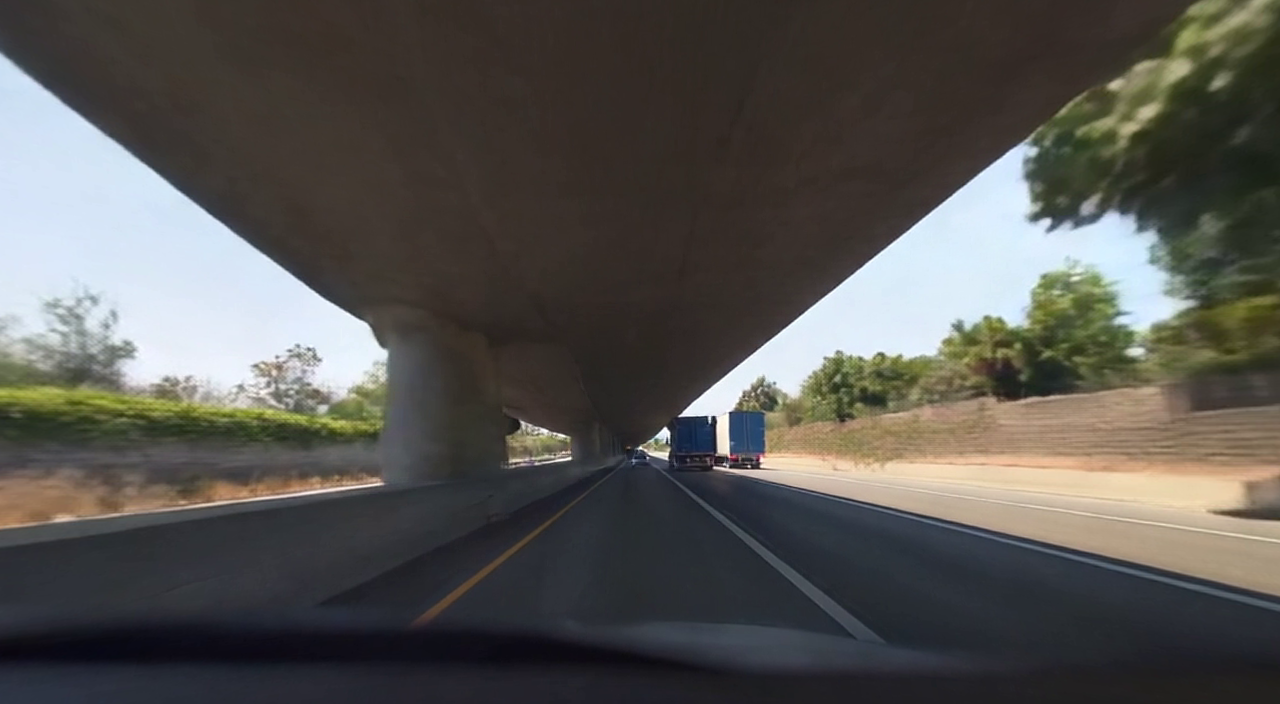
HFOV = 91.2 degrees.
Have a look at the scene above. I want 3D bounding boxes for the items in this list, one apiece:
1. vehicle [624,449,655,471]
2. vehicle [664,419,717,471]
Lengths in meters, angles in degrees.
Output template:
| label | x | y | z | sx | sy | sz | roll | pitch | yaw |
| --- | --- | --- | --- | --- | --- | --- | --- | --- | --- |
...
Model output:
| label | x | y | z | sx | sy | sz | roll | pitch | yaw |
| --- | --- | --- | --- | --- | --- | --- | --- | --- | --- |
| vehicle | -0.072 | 7.749 | 44.992 | 2.083 | 1.473 | 3.923 | 0 | -9 | -1 |
| vehicle | 3.482 | 6.745 | 45.218 | 2.859 | 3.332 | 7.735 | 0 | -9 | -2 |
